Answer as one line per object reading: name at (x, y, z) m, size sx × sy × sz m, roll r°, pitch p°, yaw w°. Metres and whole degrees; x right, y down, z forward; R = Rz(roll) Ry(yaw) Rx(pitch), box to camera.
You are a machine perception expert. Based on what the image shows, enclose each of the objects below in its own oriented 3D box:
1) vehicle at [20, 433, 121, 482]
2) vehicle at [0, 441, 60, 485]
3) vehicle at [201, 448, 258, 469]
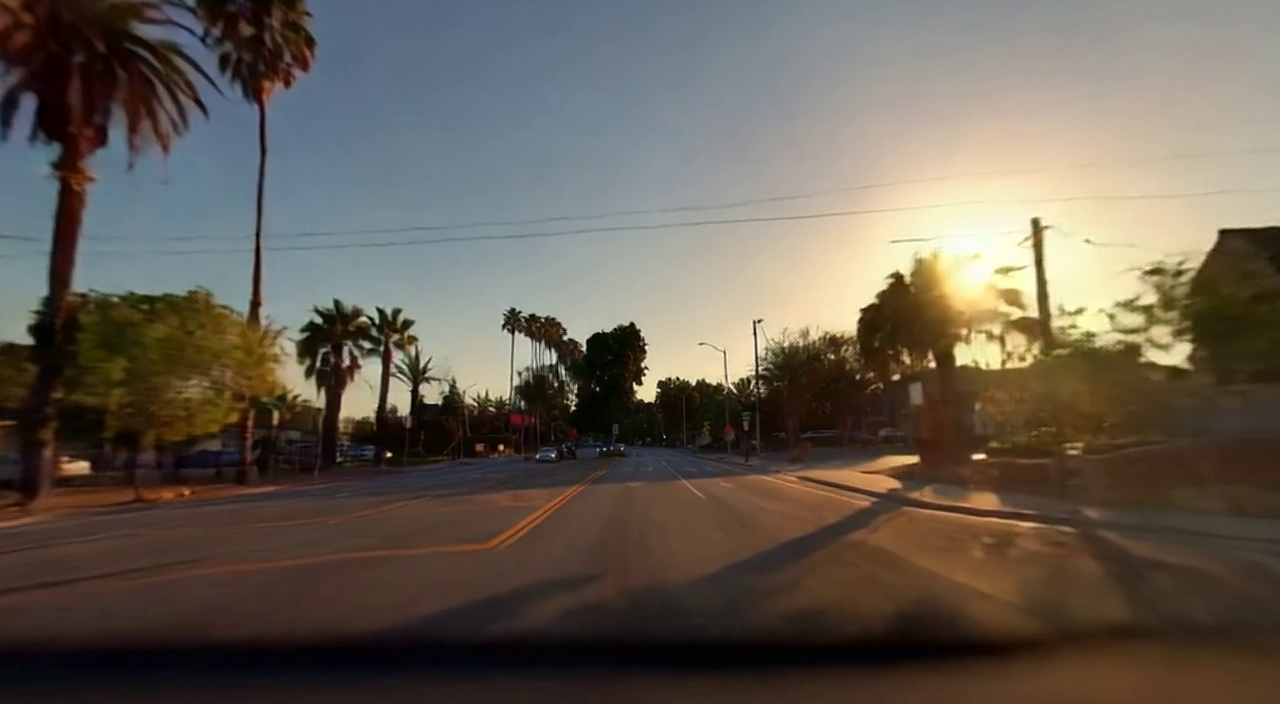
vehicle at (-26.863, 4.919, 29.776) m, size 4.793 × 2.087 × 1.929 m, roll -4°, pitch -10°, yaw 30°
vehicle at (-26.743, 4.690, 26.765) m, size 4.270 × 1.690 × 1.978 m, roll -6°, pitch -9°, yaw 32°
vehicle at (-32.441, 8.406, 49.884) m, size 4.072 × 1.545 × 1.920 m, roll -4°, pitch -9°, yaw 27°
